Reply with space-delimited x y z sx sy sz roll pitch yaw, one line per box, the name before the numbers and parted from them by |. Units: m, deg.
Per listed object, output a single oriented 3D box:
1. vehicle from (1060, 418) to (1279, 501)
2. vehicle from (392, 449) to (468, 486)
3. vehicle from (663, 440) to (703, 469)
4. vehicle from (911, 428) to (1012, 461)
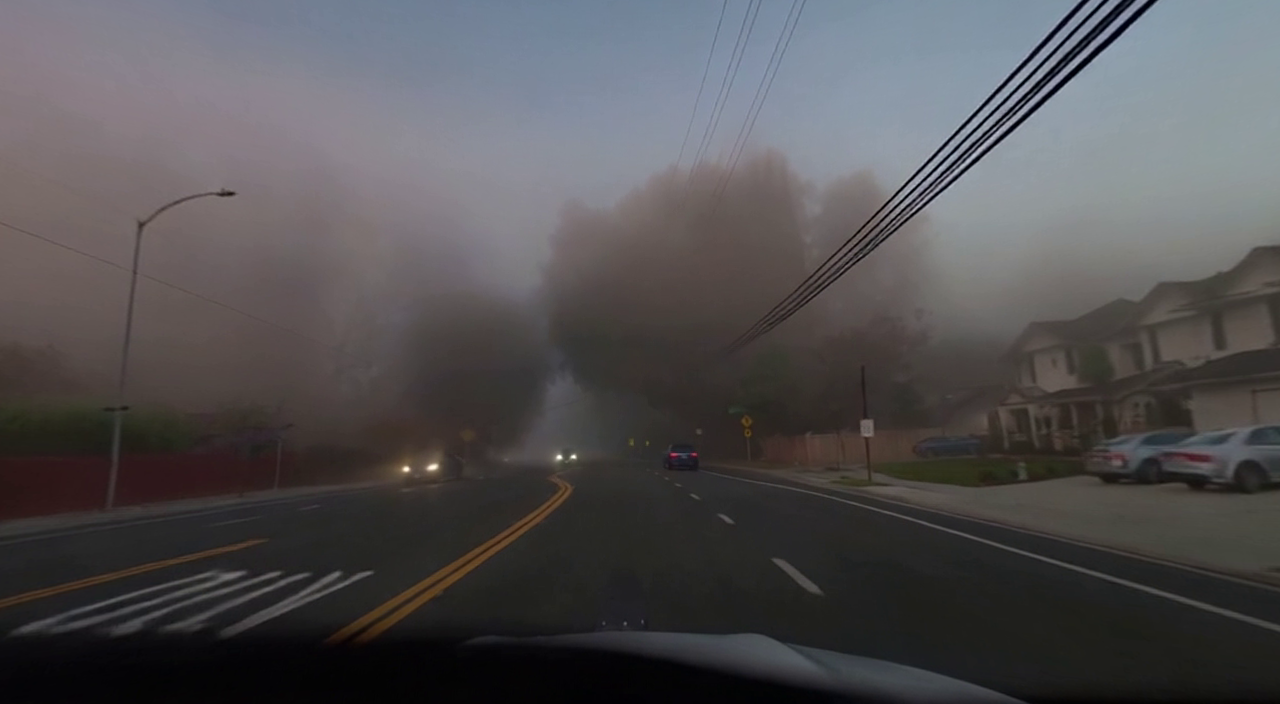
vehicle | 12.192 2.405 14.478 1.970 1.561 4.725 -2 -9 3
vehicle | -9.858 5.432 29.990 2.050 1.536 4.537 -2 -9 1
vehicle | 2.891 6.998 43.212 2.144 1.843 4.827 0 -9 -3
vehicle | 18.184 5.255 35.685 4.766 1.493 2.076 -9 -11 30
